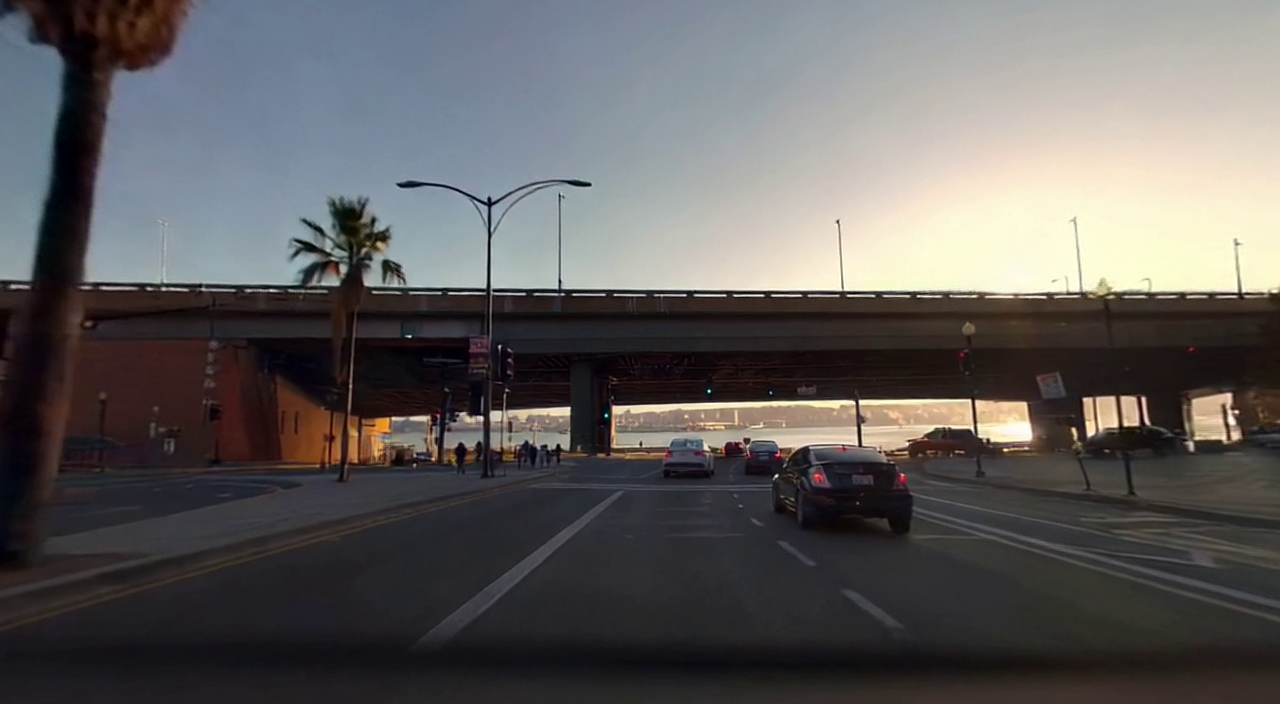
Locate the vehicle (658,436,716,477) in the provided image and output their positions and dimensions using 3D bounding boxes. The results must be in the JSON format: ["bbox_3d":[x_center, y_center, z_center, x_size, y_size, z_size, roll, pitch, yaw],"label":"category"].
[{"bbox_3d":[1.991,4.239,25.663,2.077,1.518,3.760,-1,-9,8],"label":"vehicle"}]

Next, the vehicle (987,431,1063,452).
[{"bbox_3d":[28.314,6.571,46.320,4.487,1.474,1.943,2,-9,-12],"label":"vehicle"}]

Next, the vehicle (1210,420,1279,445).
[{"bbox_3d":[40.837,5.350,41.561,5.097,1.557,1.900,2,-9,-11],"label":"vehicle"}]

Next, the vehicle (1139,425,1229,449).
[{"bbox_3d":[34.615,5.432,40.100,4.535,1.480,1.882,2,-9,-13],"label":"vehicle"}]

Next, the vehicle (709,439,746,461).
[{"bbox_3d":[6.265,6.955,44.717,2.134,1.492,4.674,-2,-9,13],"label":"vehicle"}]

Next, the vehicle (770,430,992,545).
[{"bbox_3d":[3.711,2.175,10.893,2.051,1.509,4.933,0,-9,2],"label":"vehicle"}]

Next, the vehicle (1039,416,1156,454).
[{"bbox_3d":[28.035,5.120,38.629,5.771,2.019,2.293,-1,-8,-12],"label":"vehicle"}]
